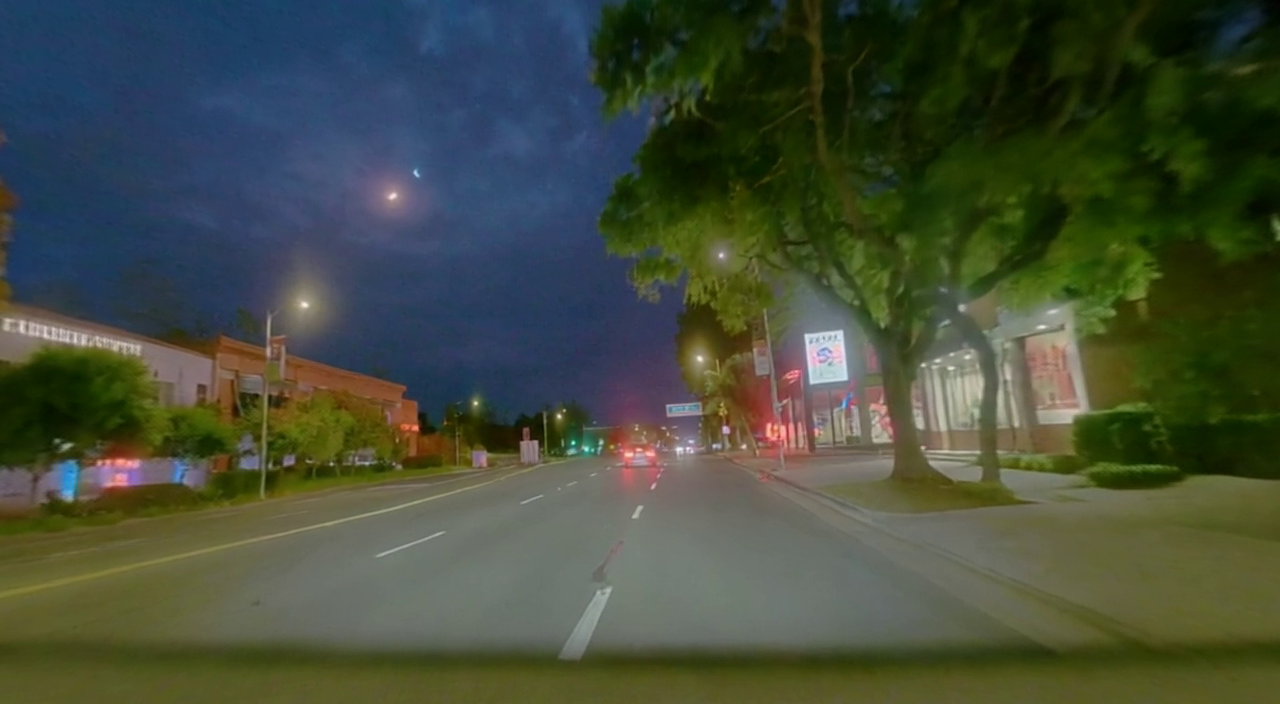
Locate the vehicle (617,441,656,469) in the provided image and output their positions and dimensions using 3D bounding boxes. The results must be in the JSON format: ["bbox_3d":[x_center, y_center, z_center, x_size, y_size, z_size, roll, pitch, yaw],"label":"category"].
[{"bbox_3d":[-0.171,6.757,41.565,2.235,1.719,4.292,-1,-8,4],"label":"vehicle"}]
